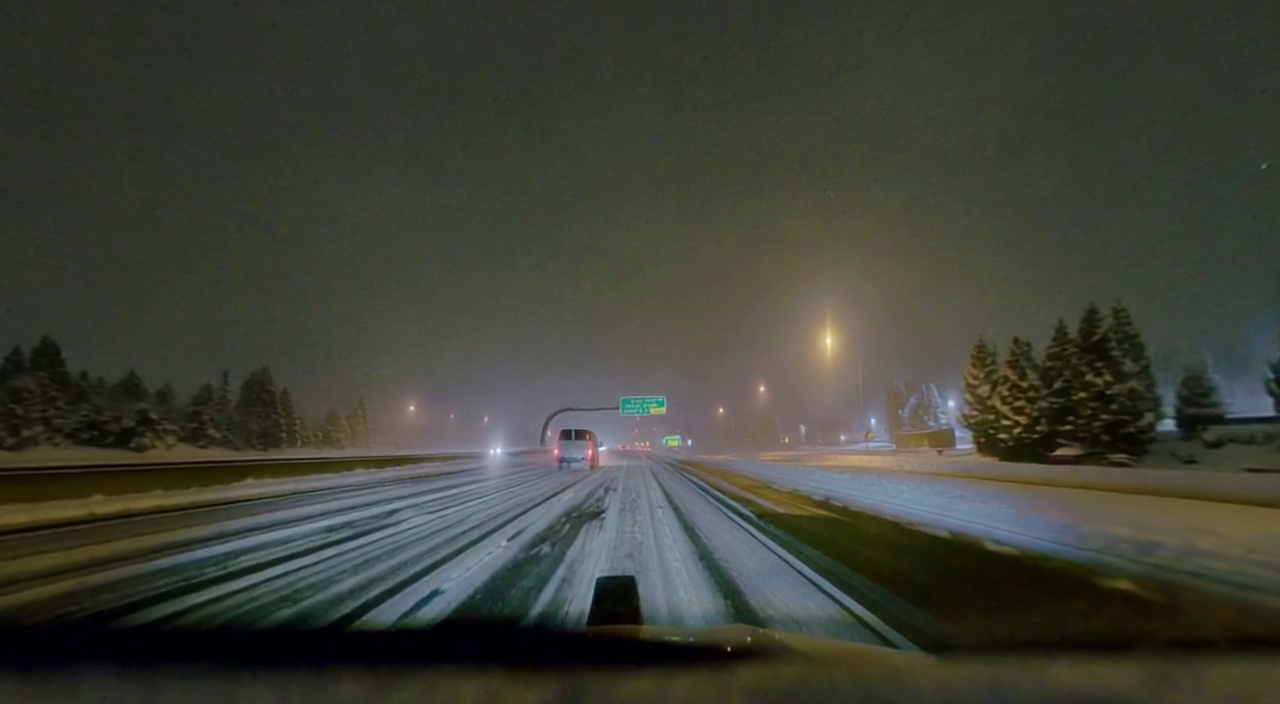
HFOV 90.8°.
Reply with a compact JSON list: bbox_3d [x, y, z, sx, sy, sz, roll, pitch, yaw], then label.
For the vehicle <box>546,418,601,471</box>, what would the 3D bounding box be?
[{"bbox_3d":[-3.966,5.763,39.303,2.881,2.937,7.045,0,-9,-2],"label":"vehicle"}]
